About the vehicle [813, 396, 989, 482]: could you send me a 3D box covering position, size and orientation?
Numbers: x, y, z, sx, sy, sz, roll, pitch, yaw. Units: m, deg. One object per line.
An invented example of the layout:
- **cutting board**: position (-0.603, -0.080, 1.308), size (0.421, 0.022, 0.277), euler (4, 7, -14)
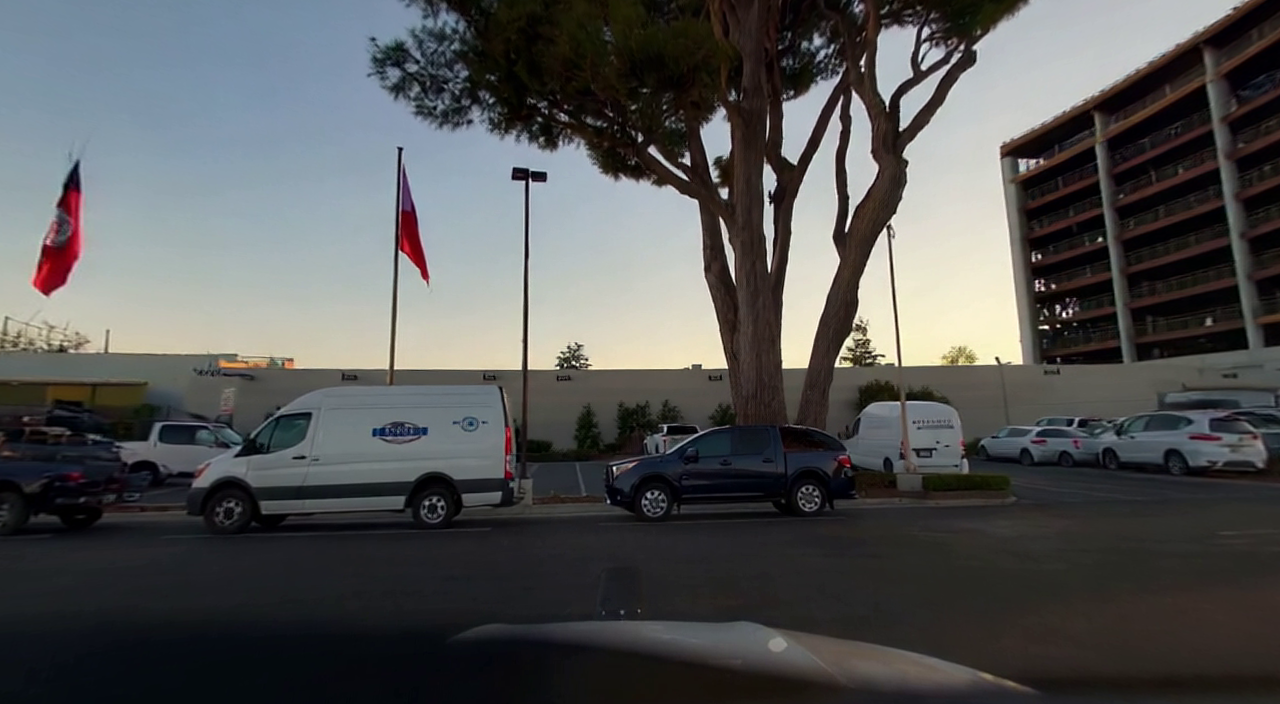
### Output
- **vehicle**: position (7.939, 2.791, 20.209), size (2.491, 2.324, 5.986), euler (1, -8, -6)

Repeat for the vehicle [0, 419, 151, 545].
- **vehicle**: position (-12.588, 2.179, 10.819), size (6.311, 1.951, 2.161), euler (1, -8, -6)

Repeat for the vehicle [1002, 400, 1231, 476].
- **vehicle**: position (15.767, 2.954, 21.699), size (2.228, 2.126, 6.632), euler (-1, -8, -5)

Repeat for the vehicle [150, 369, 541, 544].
- **vehicle**: position (-4.846, 1.830, 11.479), size (5.899, 2.757, 2.257), euler (1, -8, -6)

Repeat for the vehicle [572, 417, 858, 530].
- **vehicle**: position (1.244, 2.224, 11.959), size (4.992, 1.894, 2.043), euler (1, -8, -7)
